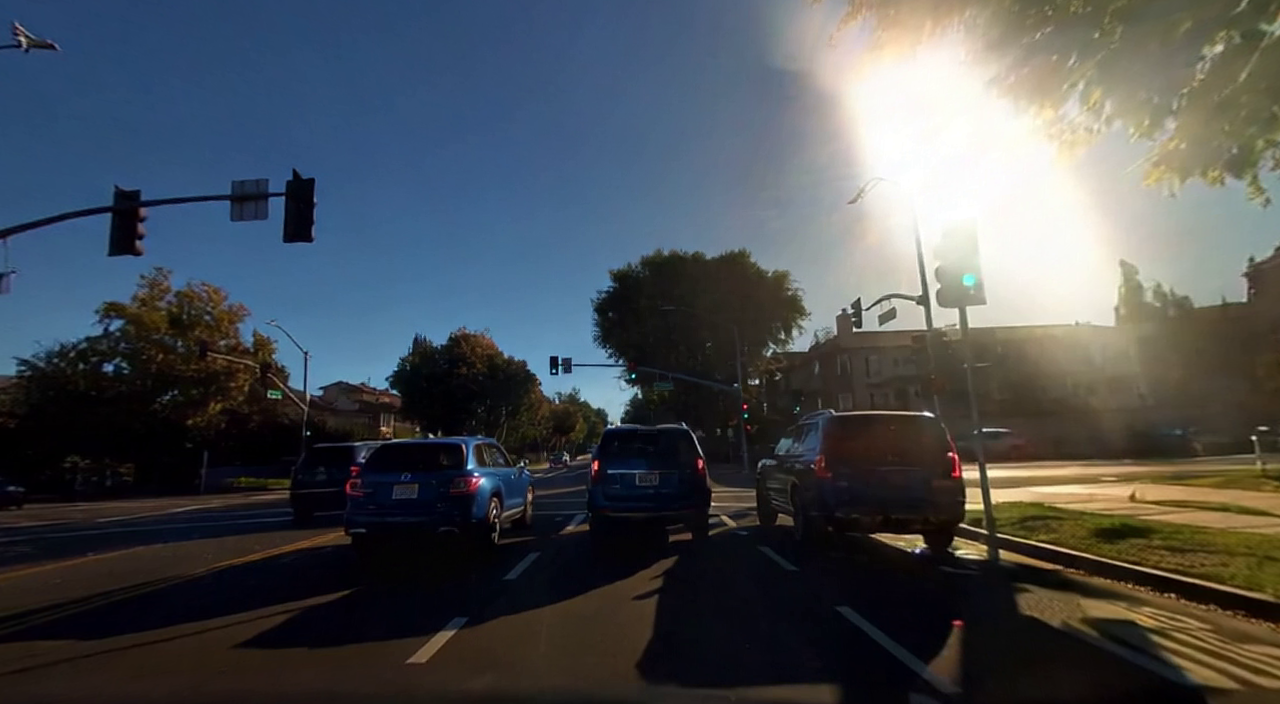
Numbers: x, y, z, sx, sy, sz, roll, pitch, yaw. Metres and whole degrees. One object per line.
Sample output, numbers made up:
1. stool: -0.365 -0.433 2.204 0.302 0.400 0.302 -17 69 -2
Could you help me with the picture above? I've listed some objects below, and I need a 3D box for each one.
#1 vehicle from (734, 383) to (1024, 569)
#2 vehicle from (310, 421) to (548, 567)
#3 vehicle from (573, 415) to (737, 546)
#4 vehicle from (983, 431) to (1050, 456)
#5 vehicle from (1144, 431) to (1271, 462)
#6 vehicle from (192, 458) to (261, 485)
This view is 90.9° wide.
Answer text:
1. vehicle: 3.102 1.811 9.984 2.338 2.063 5.672 0 -9 0
2. vehicle: -2.779 1.988 9.631 2.058 1.659 4.514 0 -9 0
3. vehicle: 0.172 2.076 10.810 2.235 1.778 4.178 0 -9 -1
4. vehicle: 23.775 5.796 39.931 1.830 1.516 3.943 -1 -8 1
5. vehicle: 28.147 4.688 31.361 4.512 1.444 1.859 0 -9 0
6. vehicle: -29.292 8.432 44.799 1.820 1.699 4.308 -1 -9 3
